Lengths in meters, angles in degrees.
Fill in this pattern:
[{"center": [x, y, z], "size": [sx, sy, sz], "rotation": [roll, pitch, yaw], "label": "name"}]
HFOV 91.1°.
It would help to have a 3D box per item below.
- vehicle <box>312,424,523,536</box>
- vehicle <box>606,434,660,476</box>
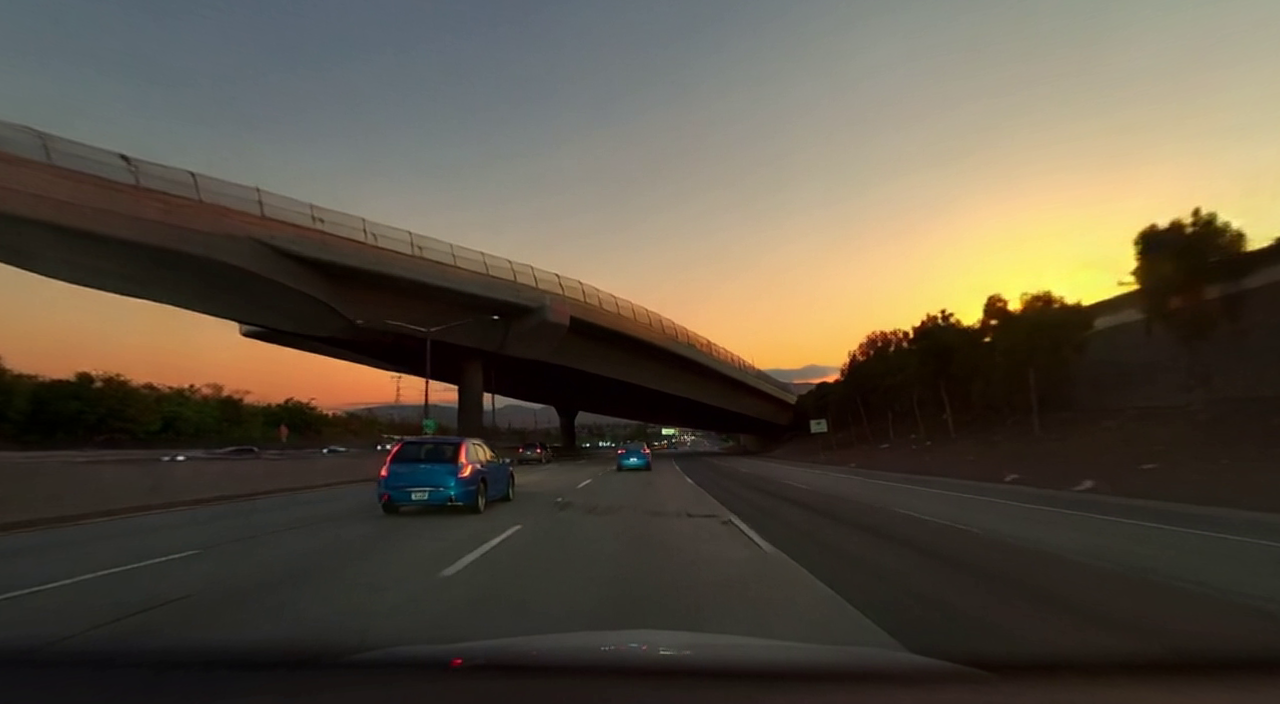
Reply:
[{"center": [-3.682, 2.213, 11.495], "size": [2.124, 1.607, 4.531], "rotation": [0, -9, 1], "label": "vehicle"}, {"center": [-0.241, 4.476, 27.518], "size": [2.155, 1.690, 4.318], "rotation": [0, -9, 1], "label": "vehicle"}]
